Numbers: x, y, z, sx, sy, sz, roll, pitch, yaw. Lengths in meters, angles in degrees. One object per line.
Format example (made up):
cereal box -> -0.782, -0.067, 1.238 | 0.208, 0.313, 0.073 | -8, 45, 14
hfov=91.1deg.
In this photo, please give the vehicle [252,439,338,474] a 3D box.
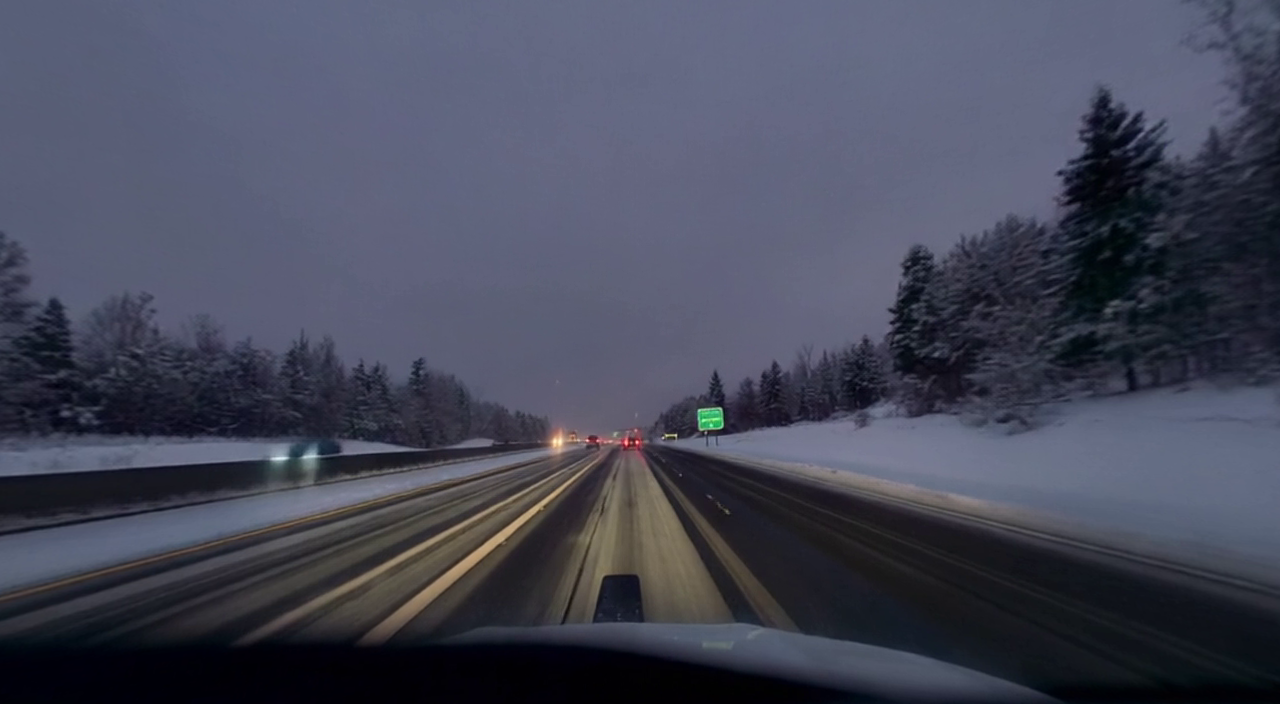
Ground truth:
vehicle -> -17.033, 5.143, 31.341 | 1.892, 1.581, 4.322 | 0, -8, -1
